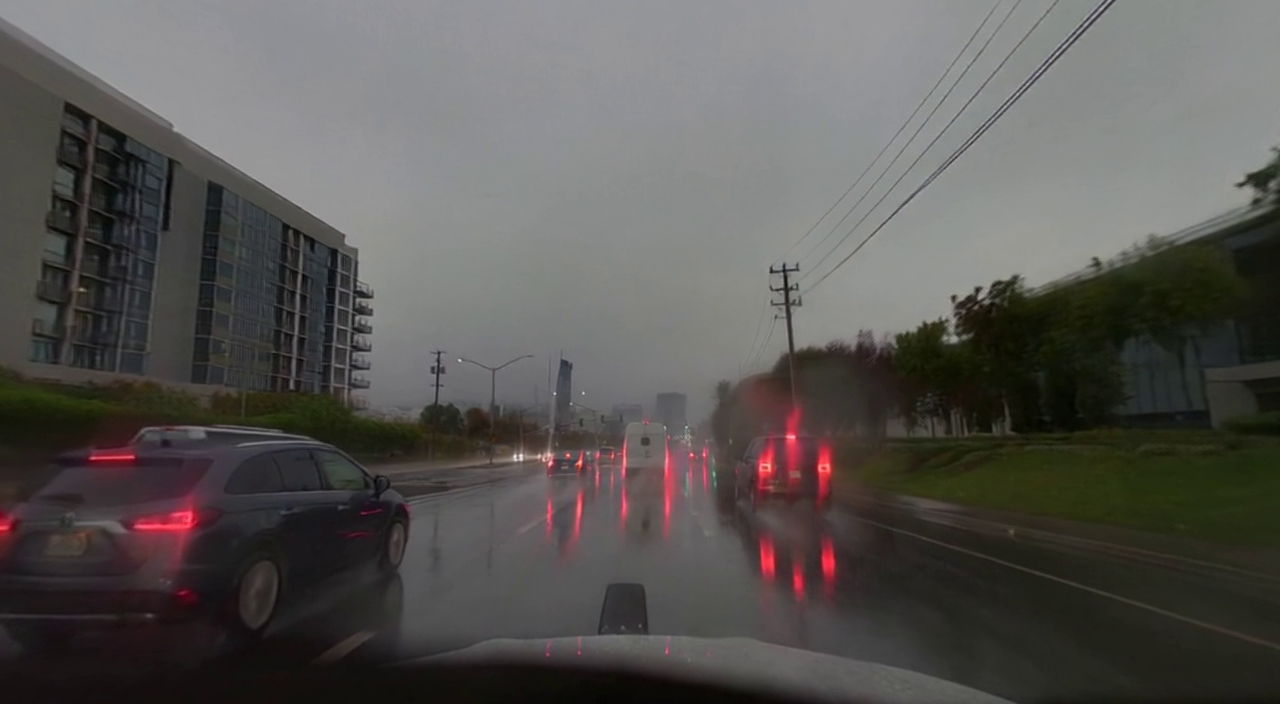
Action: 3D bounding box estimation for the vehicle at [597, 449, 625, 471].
[{"bbox_3d":[-2.260,8.559,49.977,1.911,1.632,4.149,0,-9,2],"label":"vehicle"}]

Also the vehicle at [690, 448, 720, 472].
[{"bbox_3d":[5.028,8.418,49.111,2.092,1.696,4.218,0,-9,2],"label":"vehicle"}]

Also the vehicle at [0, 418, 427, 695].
[{"bbox_3d":[-3.600,1.510,5.716,1.934,1.643,3.718,0,-9,1],"label":"vehicle"}]

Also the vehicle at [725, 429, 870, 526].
[{"bbox_3d":[3.464,2.858,14.871,2.283,1.923,4.427,0,-9,0],"label":"vehicle"}]

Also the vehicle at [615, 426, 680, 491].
[{"bbox_3d":[0.443,4.467,26.749,2.457,2.440,5.486,-1,-9,4],"label":"vehicle"}]

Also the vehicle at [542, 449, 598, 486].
[{"bbox_3d":[-3.228,5.408,29.709,1.984,1.567,4.311,0,-9,3],"label":"vehicle"}]
